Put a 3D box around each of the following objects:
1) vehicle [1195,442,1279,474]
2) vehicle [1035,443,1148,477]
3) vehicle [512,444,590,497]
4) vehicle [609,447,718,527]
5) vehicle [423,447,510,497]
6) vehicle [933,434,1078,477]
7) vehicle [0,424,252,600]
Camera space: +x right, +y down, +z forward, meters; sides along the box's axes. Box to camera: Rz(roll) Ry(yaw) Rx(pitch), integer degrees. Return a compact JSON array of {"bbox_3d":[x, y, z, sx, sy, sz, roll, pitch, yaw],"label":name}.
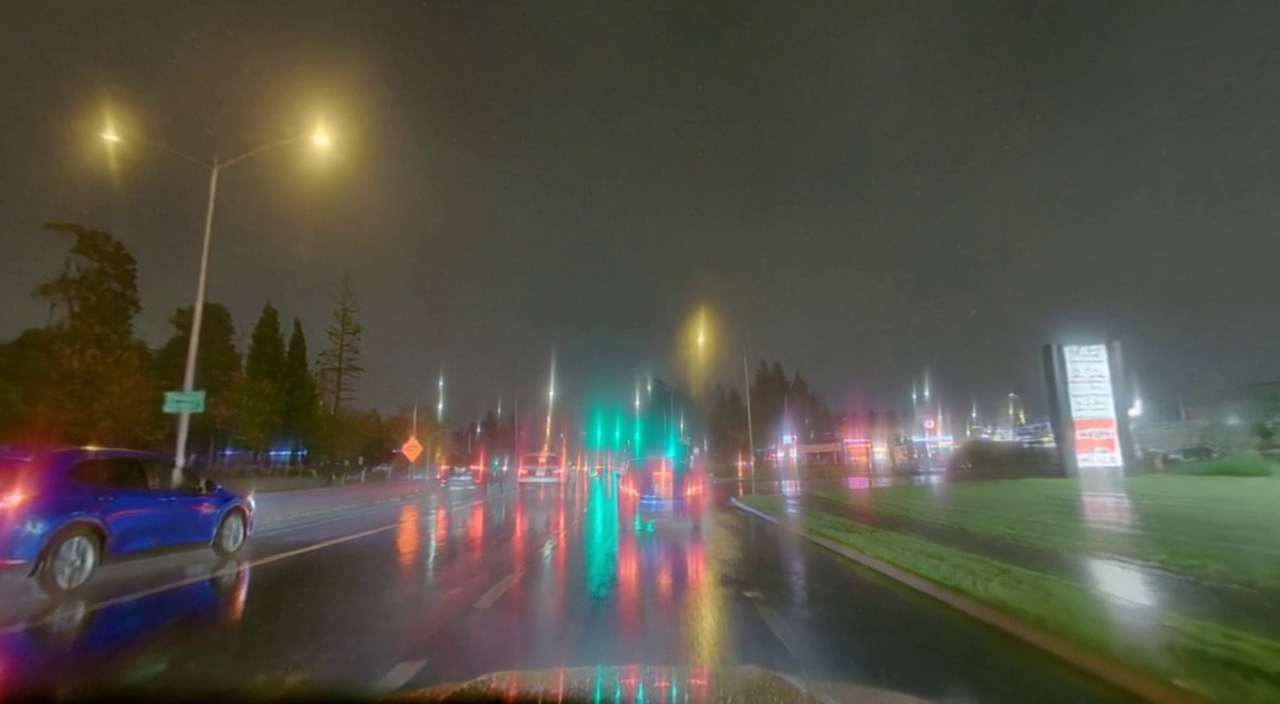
[{"bbox_3d":[30.468,5.215,31.128,1.757,1.496,4.200,8,-11,-42],"label":"vehicle"},{"bbox_3d":[22.429,5.384,31.407,4.220,1.550,1.935,-9,-13,43],"label":"vehicle"},{"bbox_3d":[-3.145,4.306,23.332,2.055,1.725,4.732,0,-9,2],"label":"vehicle"},{"bbox_3d":[0.491,2.903,14.155,2.091,1.494,3.962,0,-9,1],"label":"vehicle"},{"bbox_3d":[-6.731,4.655,24.993,2.032,1.767,4.549,0,-9,1],"label":"vehicle"},{"bbox_3d":[18.215,5.144,31.607,5.852,1.962,2.323,-8,-11,41],"label":"vehicle"},{"bbox_3d":[-7.058,1.761,7.593,1.968,1.657,4.230,0,-9,1],"label":"vehicle"}]
